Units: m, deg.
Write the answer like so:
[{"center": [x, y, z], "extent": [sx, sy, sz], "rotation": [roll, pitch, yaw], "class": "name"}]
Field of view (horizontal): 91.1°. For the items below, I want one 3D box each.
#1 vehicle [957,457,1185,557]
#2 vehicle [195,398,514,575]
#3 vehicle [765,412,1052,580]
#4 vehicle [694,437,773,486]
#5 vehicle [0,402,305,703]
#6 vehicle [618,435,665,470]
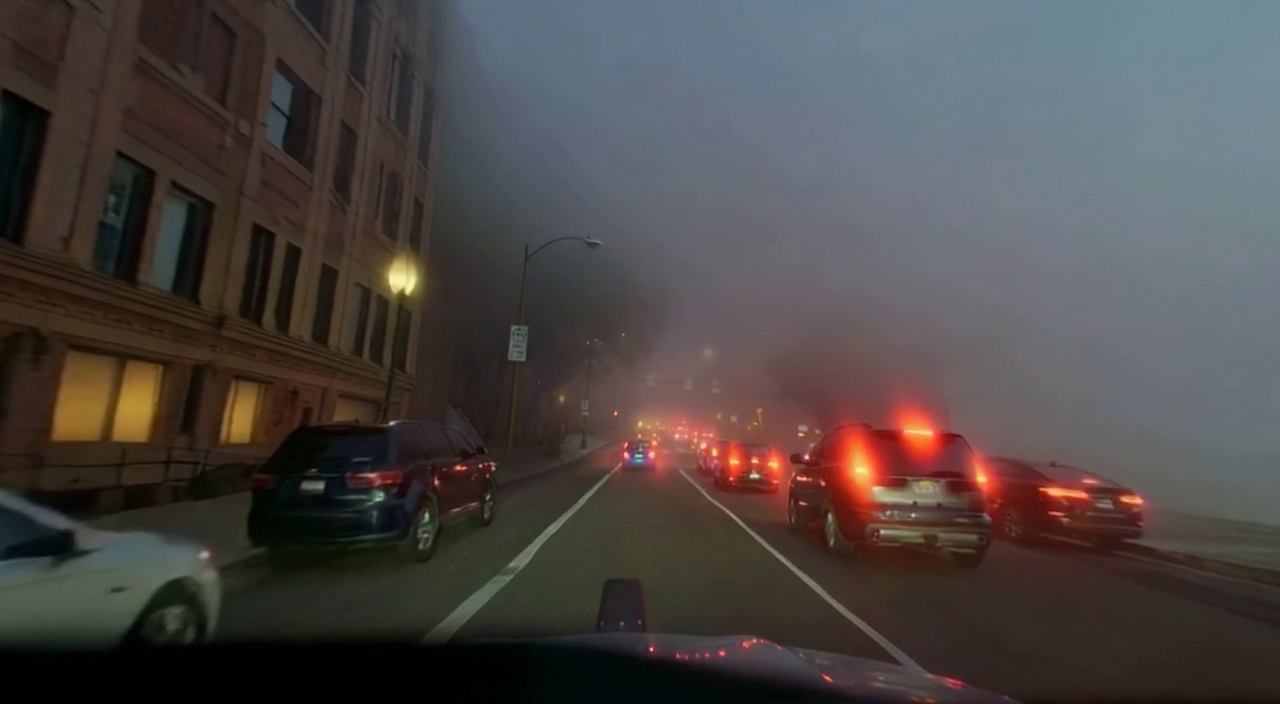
[{"center": [8.824, 3.133, 13.431], "extent": [1.893, 1.663, 4.257], "rotation": [0, -8, 1], "class": "vehicle"}, {"center": [-3.260, 1.638, 8.461], "extent": [2.128, 1.725, 4.471], "rotation": [0, -8, 1], "class": "vehicle"}, {"center": [3.230, 1.815, 8.806], "extent": [2.002, 1.707, 4.547], "rotation": [0, -8, 0], "class": "vehicle"}, {"center": [3.076, 3.682, 21.549], "extent": [1.966, 1.475, 4.528], "rotation": [0, -8, -1], "class": "vehicle"}, {"center": [-3.146, 0.860, 1.840], "extent": [1.926, 1.456, 4.313], "rotation": [0, -8, 0], "class": "vehicle"}, {"center": [0.081, 4.620, 29.030], "extent": [2.007, 1.460, 3.923], "rotation": [0, -8, 0], "class": "vehicle"}]
